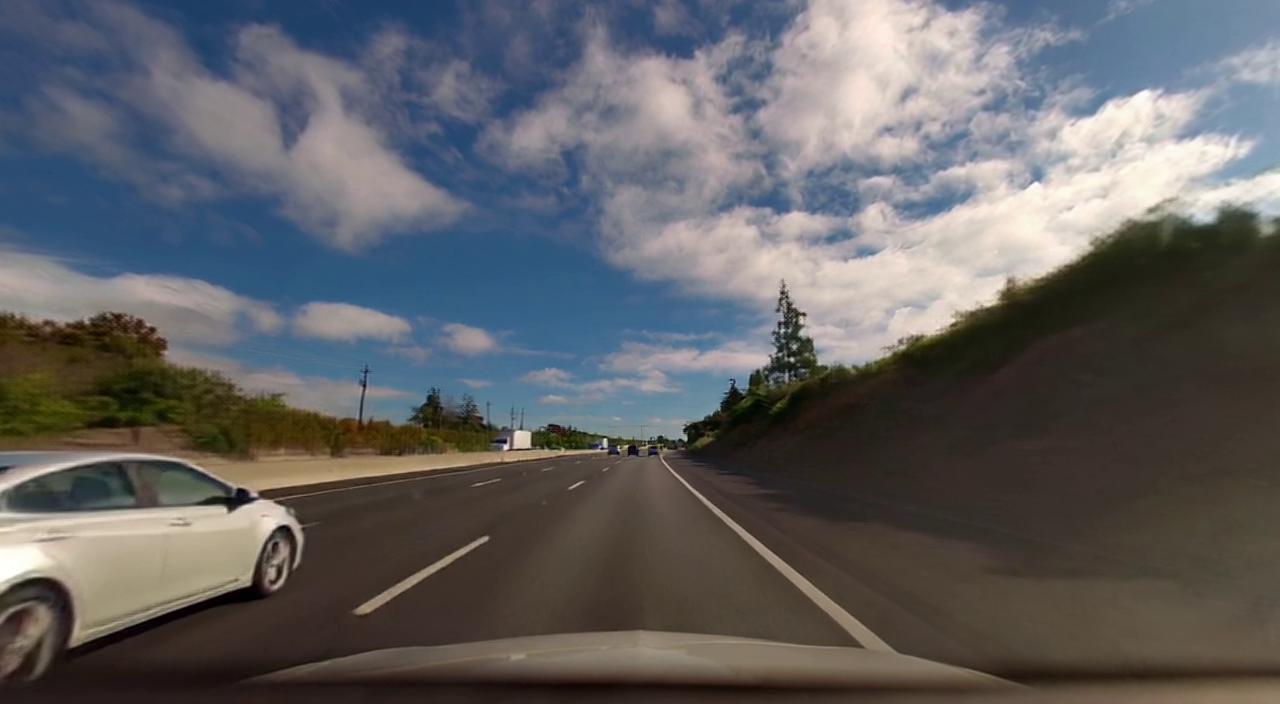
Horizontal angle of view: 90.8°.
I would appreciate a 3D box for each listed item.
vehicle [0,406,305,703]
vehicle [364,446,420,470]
[{"bbox_3d":[-3.804,1.115,3.497,1.991,1.507,3.391,0,-9,0],"label":"vehicle"},{"bbox_3d":[-17.456,7.465,44.620,1.965,1.552,4.575,-1,-9,2],"label":"vehicle"}]
